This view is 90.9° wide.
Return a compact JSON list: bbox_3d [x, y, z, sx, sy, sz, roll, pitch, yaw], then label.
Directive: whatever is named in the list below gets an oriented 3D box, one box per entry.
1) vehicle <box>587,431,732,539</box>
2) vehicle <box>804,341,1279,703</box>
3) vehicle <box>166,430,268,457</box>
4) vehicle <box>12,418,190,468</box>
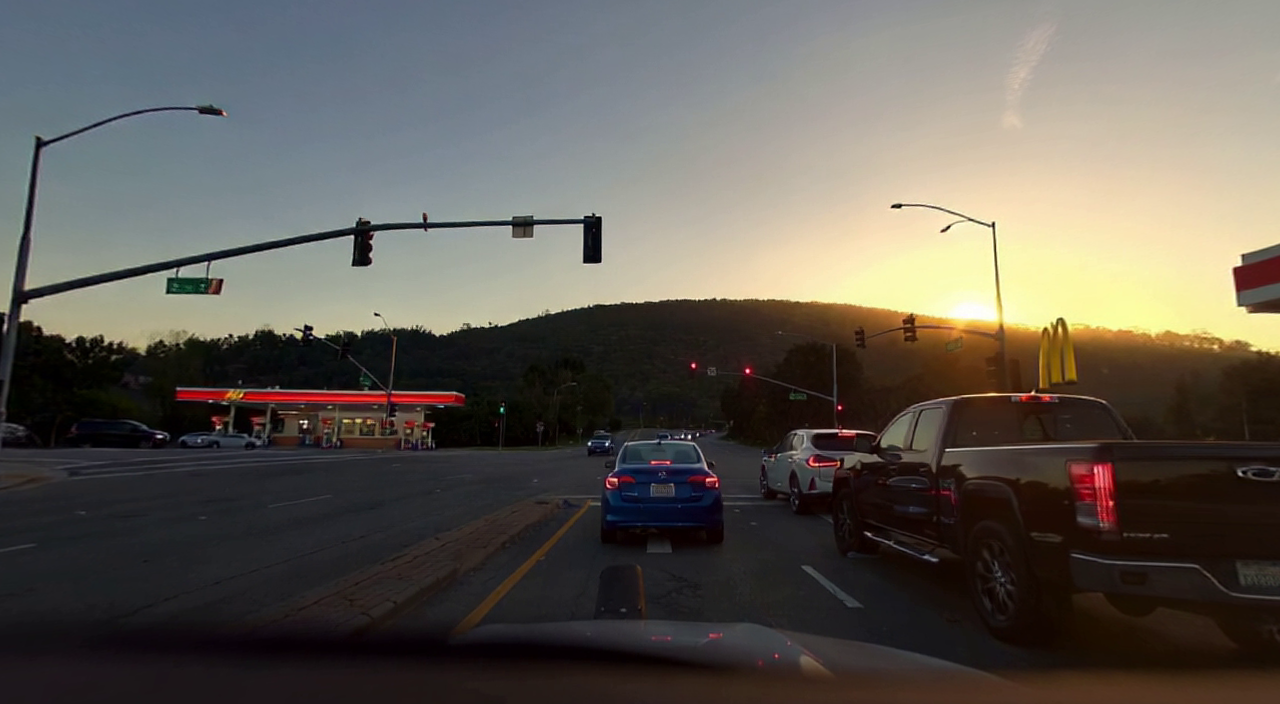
[{"bbox_3d":[0.260,2.157,10.834,2.027,1.494,3.824,0,-8,0],"label":"vehicle"},{"bbox_3d":[3.542,1.319,6.104,2.277,1.871,6.143,0,-8,0],"label":"vehicle"},{"bbox_3d":[-23.098,5.032,34.503,4.326,1.420,1.798,-1,-8,4],"label":"vehicle"},{"bbox_3d":[-19.713,3.358,23.222,4.742,1.720,2.107,-1,-8,5],"label":"vehicle"}]
